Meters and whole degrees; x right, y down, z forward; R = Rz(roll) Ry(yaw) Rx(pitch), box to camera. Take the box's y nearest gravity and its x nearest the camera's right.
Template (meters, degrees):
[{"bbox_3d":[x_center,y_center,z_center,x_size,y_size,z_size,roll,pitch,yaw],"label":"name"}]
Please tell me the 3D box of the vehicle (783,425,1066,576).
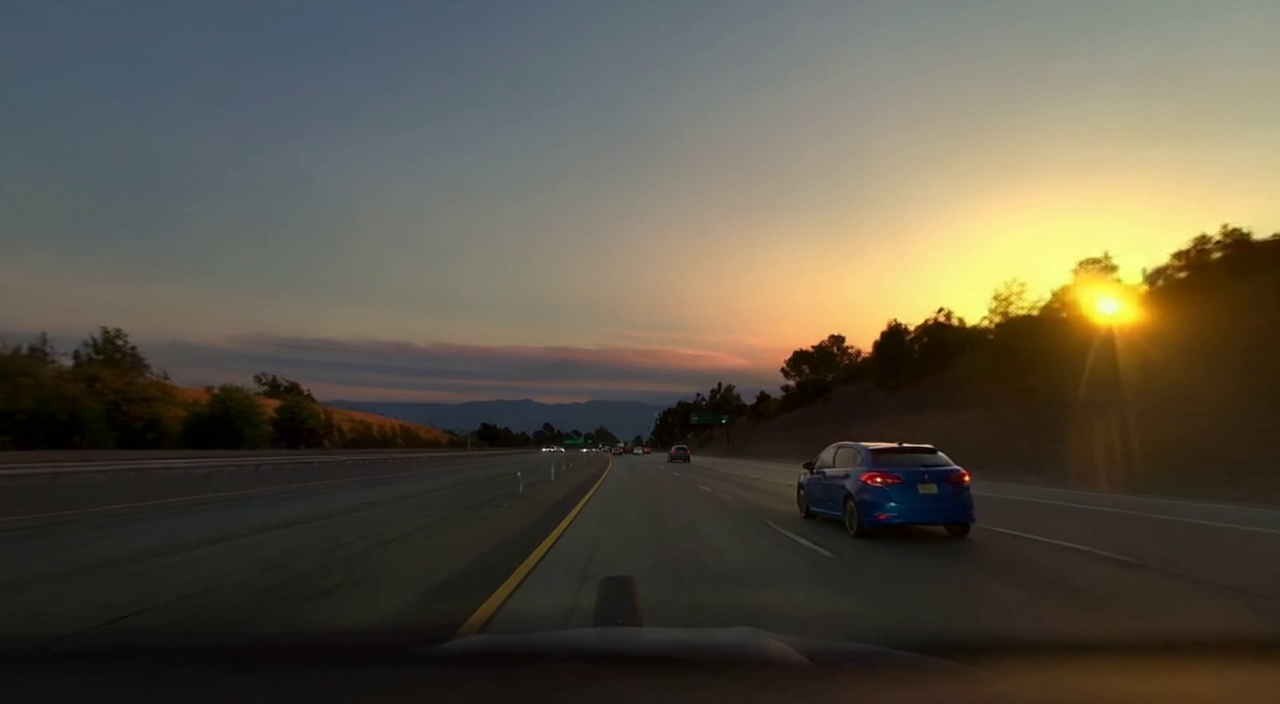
[{"bbox_3d":[3.597,1.949,9.021,2.002,1.604,4.265,0,-9,-1],"label":"vehicle"}]
